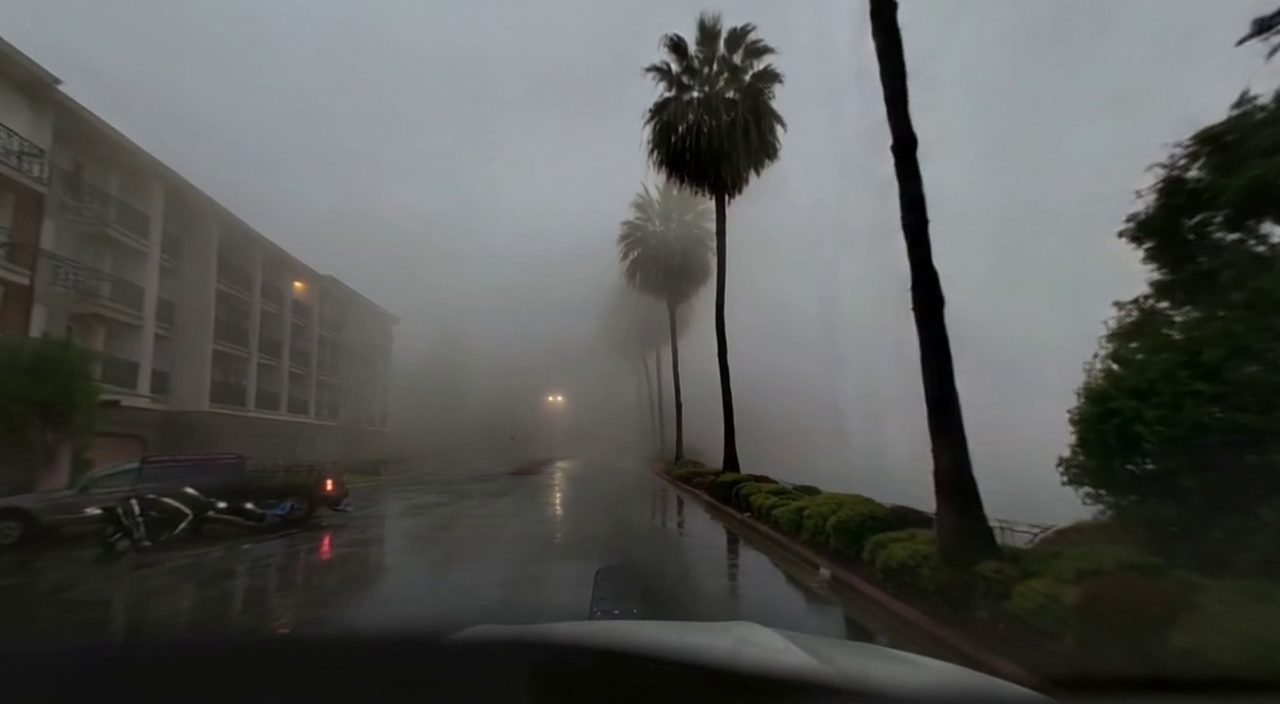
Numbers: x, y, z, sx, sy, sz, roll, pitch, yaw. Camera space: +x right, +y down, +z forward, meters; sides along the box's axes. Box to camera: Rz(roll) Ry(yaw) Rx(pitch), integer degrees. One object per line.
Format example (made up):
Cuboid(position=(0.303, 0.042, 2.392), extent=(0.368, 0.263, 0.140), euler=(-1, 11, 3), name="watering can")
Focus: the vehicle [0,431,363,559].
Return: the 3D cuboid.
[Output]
Cuboid(position=(-7.187, 2.147, 9.955), extent=(4.803, 1.520, 1.894), euler=(-2, -7, -6), name="vehicle")
